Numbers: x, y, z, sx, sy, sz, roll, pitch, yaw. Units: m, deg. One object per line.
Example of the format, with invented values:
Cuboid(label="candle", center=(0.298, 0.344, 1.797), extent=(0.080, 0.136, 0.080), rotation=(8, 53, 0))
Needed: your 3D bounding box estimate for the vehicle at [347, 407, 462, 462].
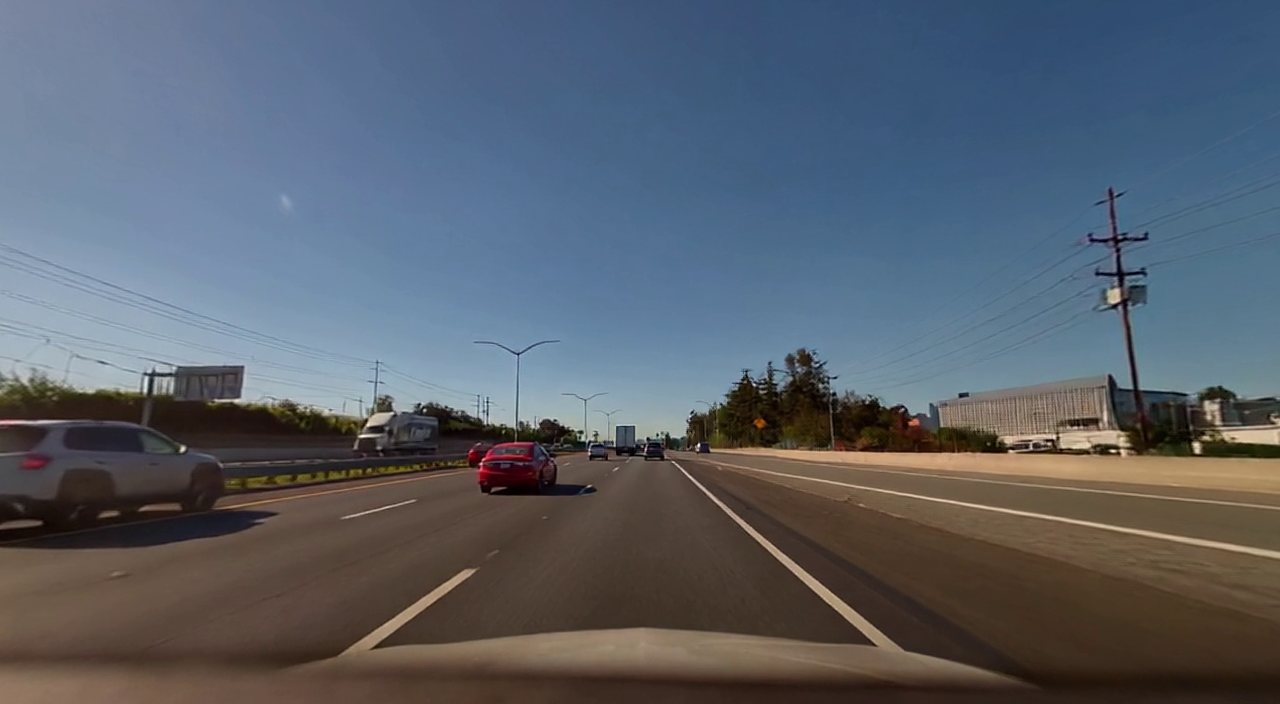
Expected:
Cuboid(label="vehicle", center=(-17.183, 6.358, 47.778), extent=(2.988, 3.555, 13.842), rotation=(-1, -8, 2))

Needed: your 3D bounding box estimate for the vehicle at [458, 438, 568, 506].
Cuboid(label="vehicle", center=(-3.105, 2.999, 16.192), extent=(1.953, 1.511, 3.704), rotation=(-1, -8, 2))

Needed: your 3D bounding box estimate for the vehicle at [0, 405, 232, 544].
Cuboid(label="vehicle", center=(-10.216, 2.139, 11.629), extent=(2.053, 2.002, 4.800), rotation=(0, -8, 1))

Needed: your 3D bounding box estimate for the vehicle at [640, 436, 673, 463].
Cuboid(label="vehicle", center=(1.282, 7.467, 48.194), extent=(2.373, 1.935, 4.448), rotation=(-1, -8, 2))
